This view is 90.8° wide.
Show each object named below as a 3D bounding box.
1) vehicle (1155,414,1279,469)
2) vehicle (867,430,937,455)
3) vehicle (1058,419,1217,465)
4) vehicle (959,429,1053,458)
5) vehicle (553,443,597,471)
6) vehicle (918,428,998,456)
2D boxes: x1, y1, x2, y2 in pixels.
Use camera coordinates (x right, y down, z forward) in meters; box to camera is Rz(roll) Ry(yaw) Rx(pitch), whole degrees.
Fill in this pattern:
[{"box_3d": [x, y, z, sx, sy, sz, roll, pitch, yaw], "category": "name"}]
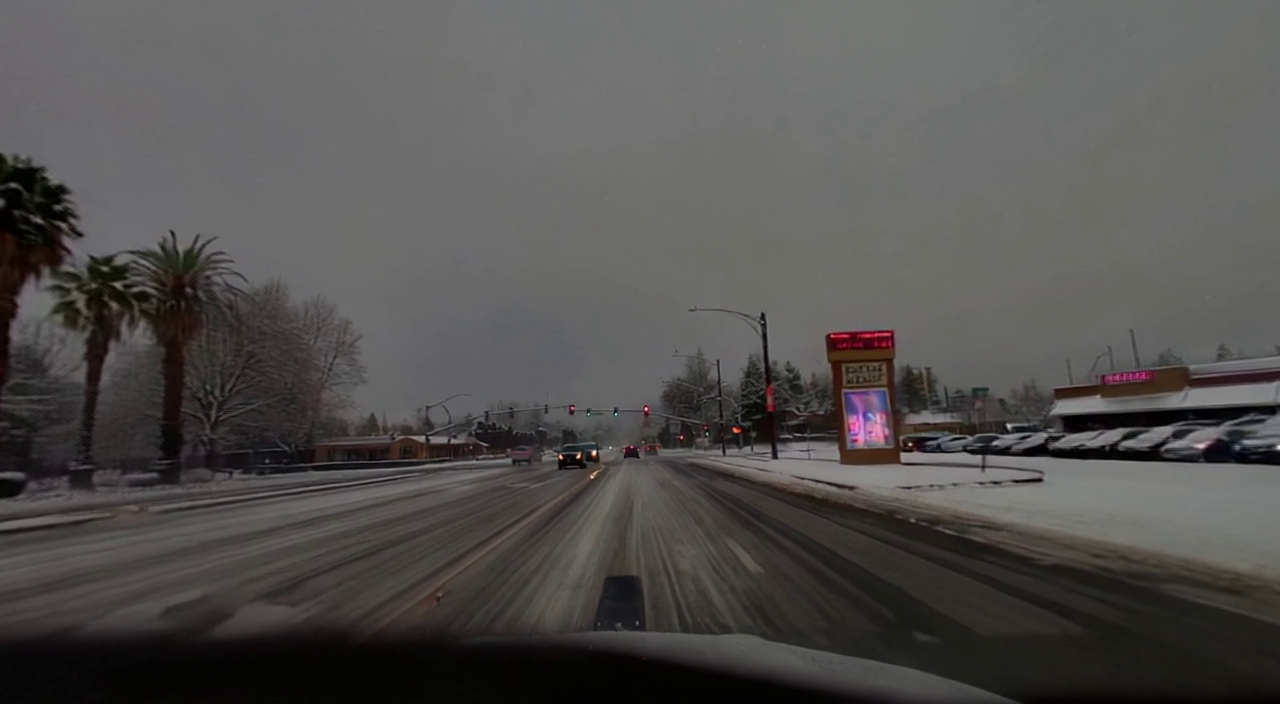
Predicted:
[{"box_3d": [20.692, 3.033, 21.397, 4.548, 1.741, 1.971, -5, -10, 26], "category": "vehicle"}, {"box_3d": [20.518, 7.123, 49.501, 4.753, 1.809, 2.016, -6, -9, 30], "category": "vehicle"}, {"box_3d": [21.217, 3.907, 27.259, 4.764, 1.846, 2.370, -4, -9, 21], "category": "vehicle"}, {"box_3d": [21.263, 5.386, 36.894, 4.505, 1.584, 2.015, -5, -10, 27], "category": "vehicle"}, {"box_3d": [-3.770, 6.150, 37.182, 2.181, 1.483, 4.123, 0, -9, -1], "category": "vehicle"}, {"box_3d": [21.527, 6.134, 42.920, 4.600, 1.677, 1.980, -6, -11, 26], "category": "vehicle"}]
